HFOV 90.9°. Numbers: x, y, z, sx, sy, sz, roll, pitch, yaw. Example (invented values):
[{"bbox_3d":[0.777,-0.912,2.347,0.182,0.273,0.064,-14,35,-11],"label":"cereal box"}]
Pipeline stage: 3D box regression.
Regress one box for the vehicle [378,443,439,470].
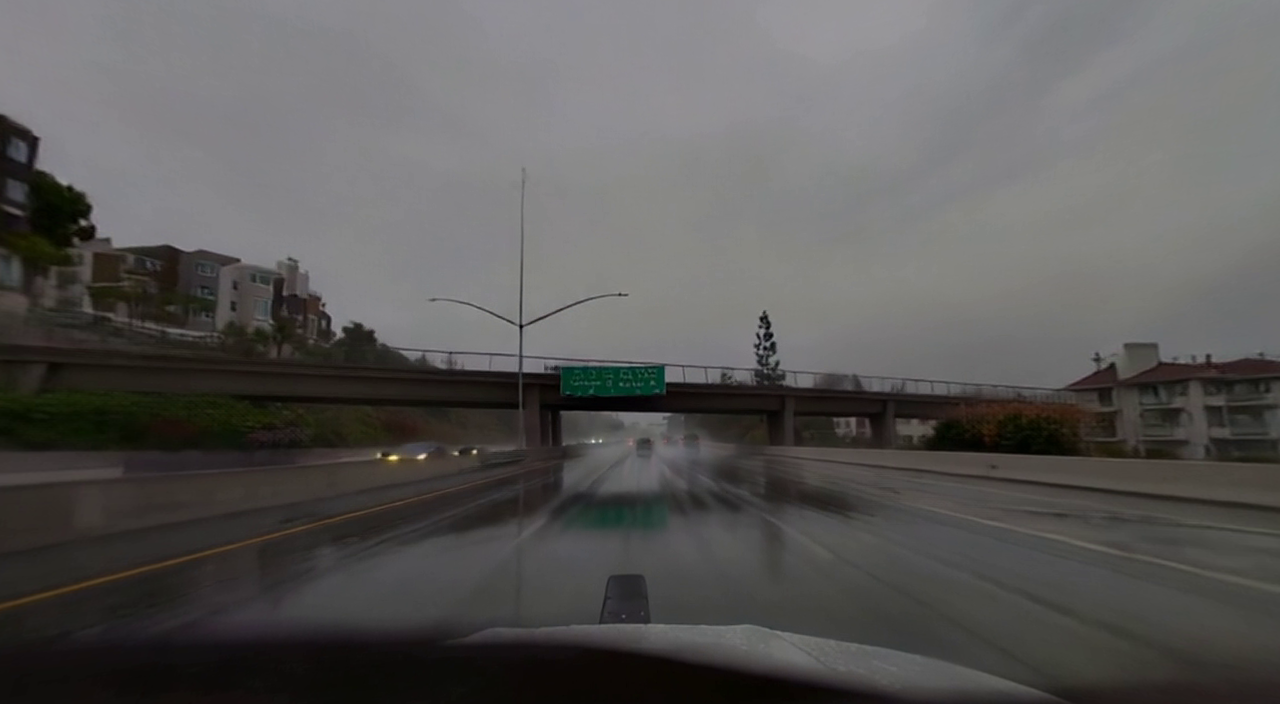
[{"bbox_3d":[-14.652,6.635,40.271,2.024,1.557,4.788,0,-8,1],"label":"vehicle"}]
